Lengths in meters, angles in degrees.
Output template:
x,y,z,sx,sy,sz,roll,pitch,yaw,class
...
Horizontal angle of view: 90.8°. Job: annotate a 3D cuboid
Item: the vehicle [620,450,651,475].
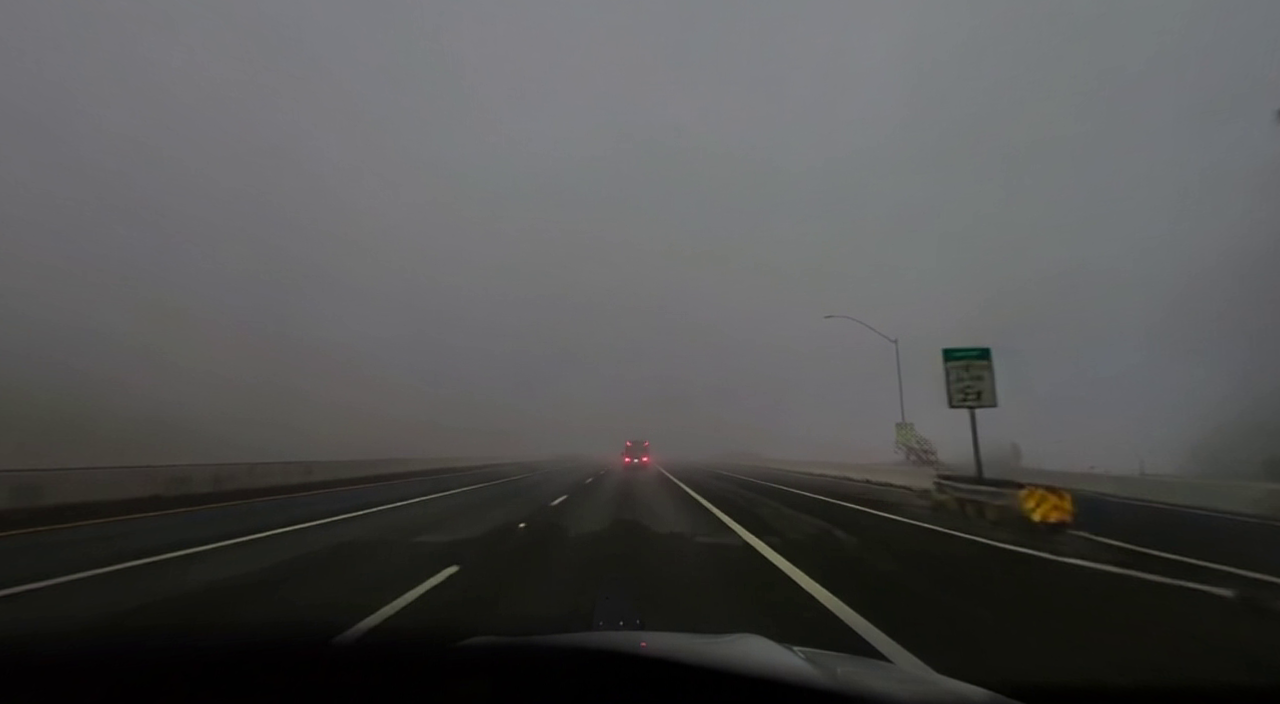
x,y,z,sx,sy,sz,roll,pitch,yaw,class
-0.212,6.591,37.752,1.695,1.437,3.506,0,-9,2,vehicle
